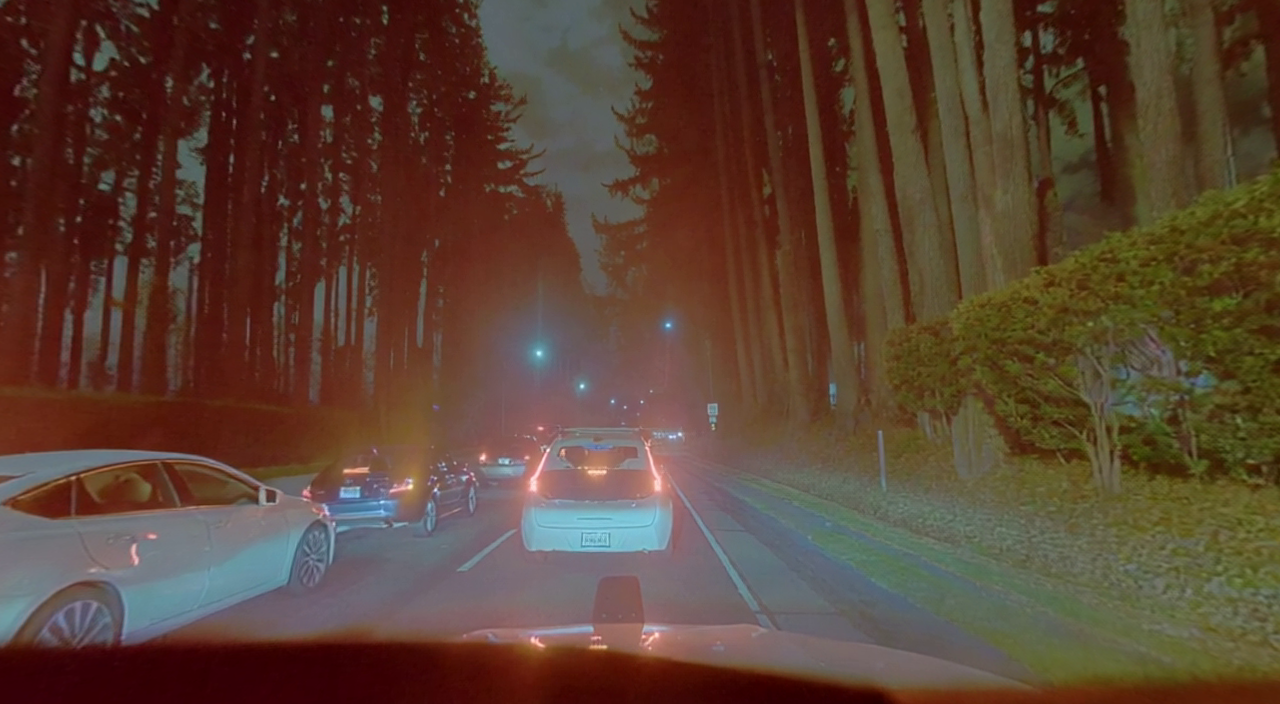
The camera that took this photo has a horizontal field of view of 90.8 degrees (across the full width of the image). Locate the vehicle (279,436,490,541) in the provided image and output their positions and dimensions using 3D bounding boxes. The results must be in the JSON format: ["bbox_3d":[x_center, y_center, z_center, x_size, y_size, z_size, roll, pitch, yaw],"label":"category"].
[{"bbox_3d":[-4.256,2.318,11.463,1.898,1.503,4.453,0,-8,1],"label":"vehicle"}]

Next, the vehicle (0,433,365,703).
[{"bbox_3d":[-3.809,1.313,4.463,1.784,1.408,4.141,0,-8,1],"label":"vehicle"}]

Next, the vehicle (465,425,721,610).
[{"bbox_3d":[-0.406,1.682,7.377,2.127,1.517,4.090,0,-8,0],"label":"vehicle"}]
